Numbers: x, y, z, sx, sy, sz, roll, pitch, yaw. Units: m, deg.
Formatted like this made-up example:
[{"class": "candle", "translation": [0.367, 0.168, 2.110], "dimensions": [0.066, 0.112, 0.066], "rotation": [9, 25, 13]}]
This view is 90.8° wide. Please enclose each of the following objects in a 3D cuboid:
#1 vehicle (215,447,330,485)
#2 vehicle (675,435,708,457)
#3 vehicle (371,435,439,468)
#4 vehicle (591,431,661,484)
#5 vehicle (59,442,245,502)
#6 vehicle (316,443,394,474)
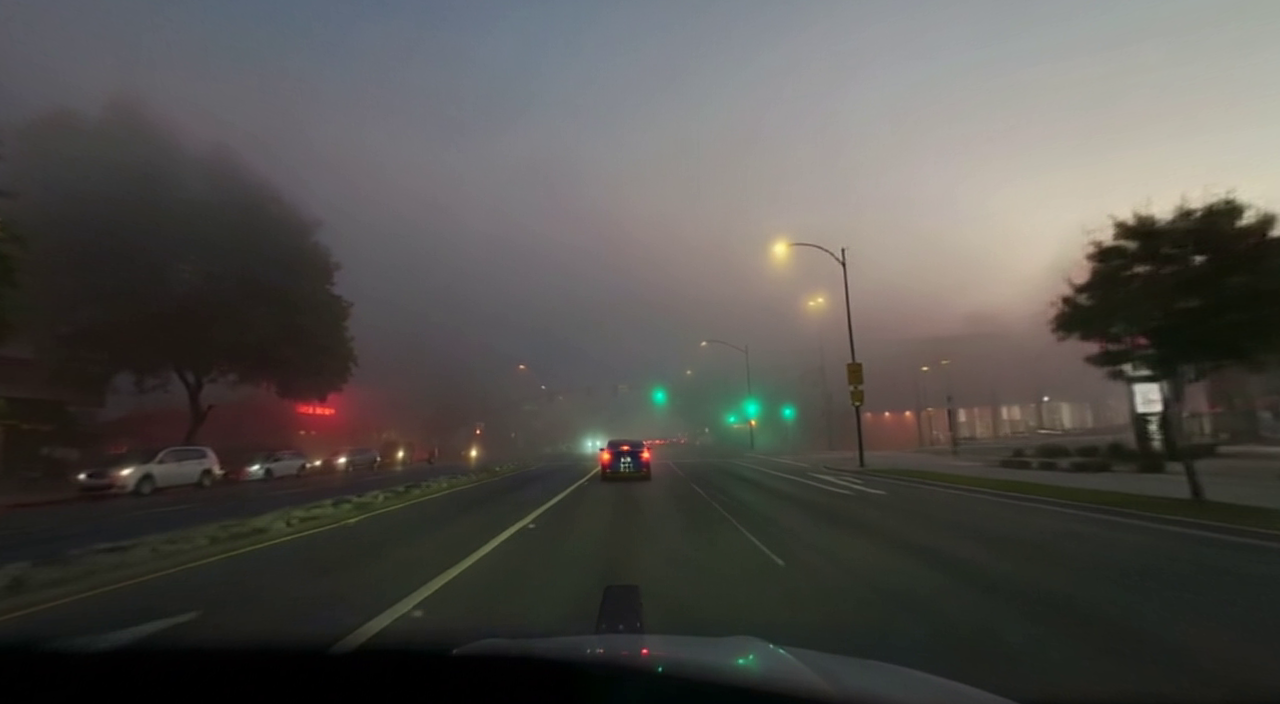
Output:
[{"class": "vehicle", "translation": [-15.691, 4.864, 27.346], "dimensions": [1.931, 1.455, 5.023], "rotation": [0, -9, 0]}, {"class": "vehicle", "translation": [3.592, 6.725, 45.018], "dimensions": [2.122, 1.454, 4.271], "rotation": [-1, -9, 2]}, {"class": "vehicle", "translation": [-15.432, 6.588, 41.902], "dimensions": [2.250, 1.981, 5.861], "rotation": [0, -9, 0]}, {"class": "vehicle", "translation": [-0.400, 3.374, 20.423], "dimensions": [2.045, 1.510, 3.690], "rotation": [0, -9, 0]}, {"class": "vehicle", "translation": [-15.563, 3.804, 20.585], "dimensions": [2.130, 1.692, 4.734], "rotation": [-1, -9, 2]}, {"class": "vehicle", "translation": [-15.619, 5.853, 34.909], "dimensions": [2.131, 1.560, 4.563], "rotation": [-1, -9, 1]}]
